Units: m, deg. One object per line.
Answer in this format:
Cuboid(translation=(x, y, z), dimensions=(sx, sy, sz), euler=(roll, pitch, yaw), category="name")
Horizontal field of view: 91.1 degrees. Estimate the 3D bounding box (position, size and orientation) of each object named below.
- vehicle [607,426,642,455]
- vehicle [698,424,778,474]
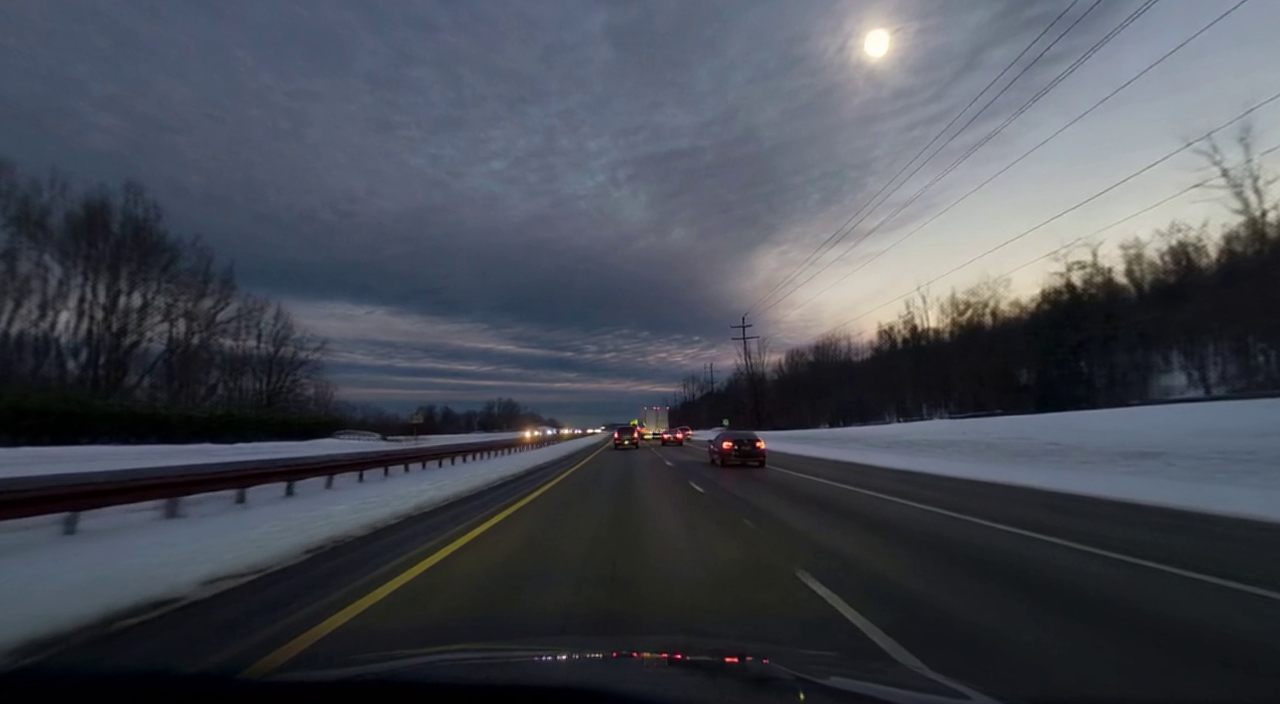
Cuboid(translation=(-0.915, 5.310, 37.680), dimensions=(2.019, 1.642, 3.790), euler=(0, -8, -1), category="vehicle")
Cuboid(translation=(3.333, 3.388, 22.122), dimensions=(2.062, 1.581, 3.914), euler=(0, -8, -2), category="vehicle")
